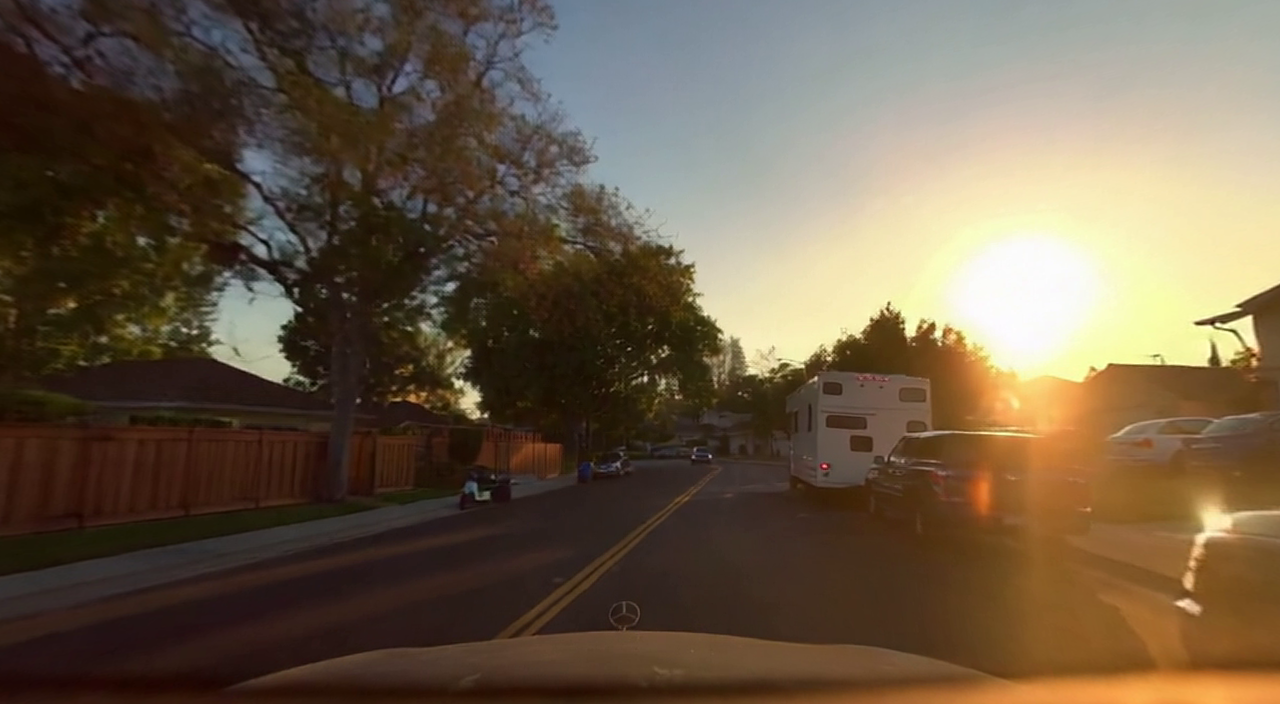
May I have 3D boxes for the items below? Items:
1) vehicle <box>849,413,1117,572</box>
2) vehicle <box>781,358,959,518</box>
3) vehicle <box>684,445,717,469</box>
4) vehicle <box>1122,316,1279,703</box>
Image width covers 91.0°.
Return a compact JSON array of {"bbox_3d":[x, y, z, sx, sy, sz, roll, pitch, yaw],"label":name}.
[{"bbox_3d":[4.703,1.963,9.605,1.980,1.782,4.627,-2,-9,8],"label":"vehicle"},{"bbox_3d":[6.235,2.695,19.368,3.052,3.440,11.052,-2,-9,10],"label":"vehicle"},{"bbox_3d":[4.730,8.133,48.789,2.194,1.763,4.288,-2,-9,10],"label":"vehicle"},{"bbox_3d":[3.323,0.500,0.450,2.182,1.785,5.726,0,-8,9],"label":"vehicle"}]
